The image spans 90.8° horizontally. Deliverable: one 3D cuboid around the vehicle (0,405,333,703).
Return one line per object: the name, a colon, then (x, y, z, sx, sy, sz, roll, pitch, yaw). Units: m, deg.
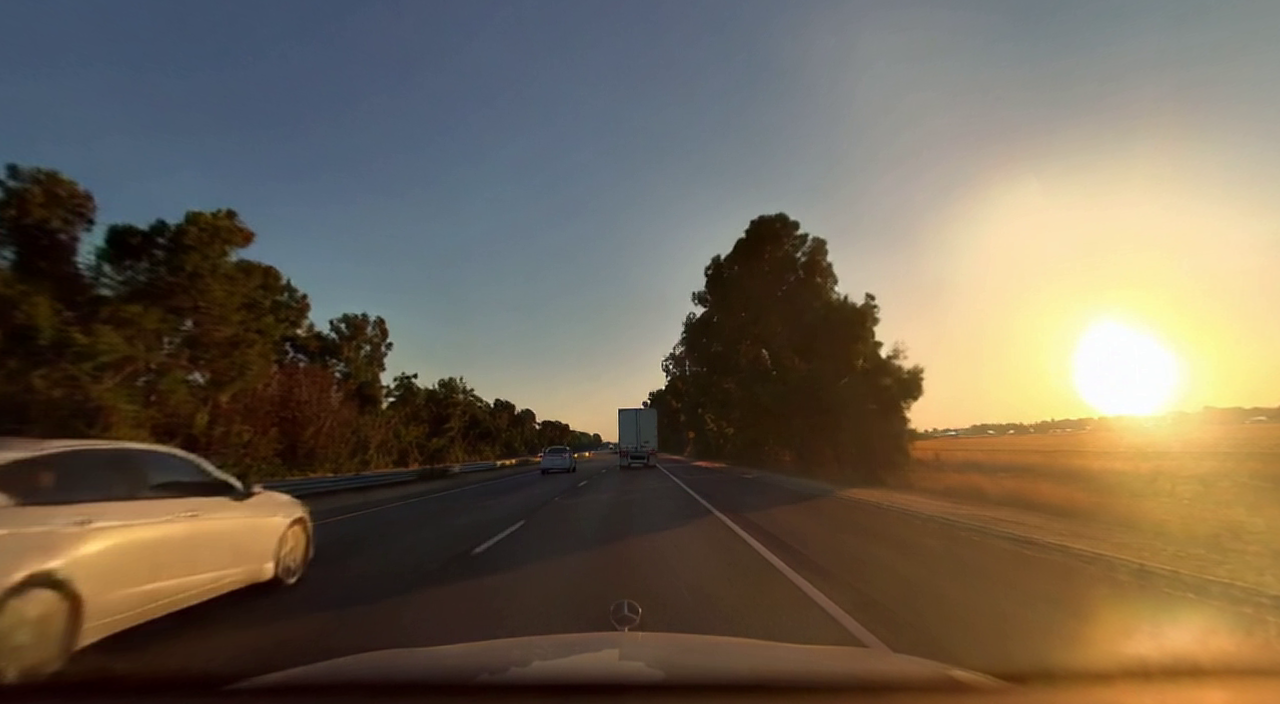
vehicle: (-4.007, 1.101, 3.538, 2.031, 1.496, 4.971, 0, -9, 0)

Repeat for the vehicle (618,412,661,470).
vehicle: (-0.071, 7.120, 49.874, 2.995, 4.028, 10.508, 0, -9, 0)

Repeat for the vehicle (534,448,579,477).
vehicle: (-4.469, 5.992, 34.416, 1.937, 1.493, 3.779, 0, -9, 0)
